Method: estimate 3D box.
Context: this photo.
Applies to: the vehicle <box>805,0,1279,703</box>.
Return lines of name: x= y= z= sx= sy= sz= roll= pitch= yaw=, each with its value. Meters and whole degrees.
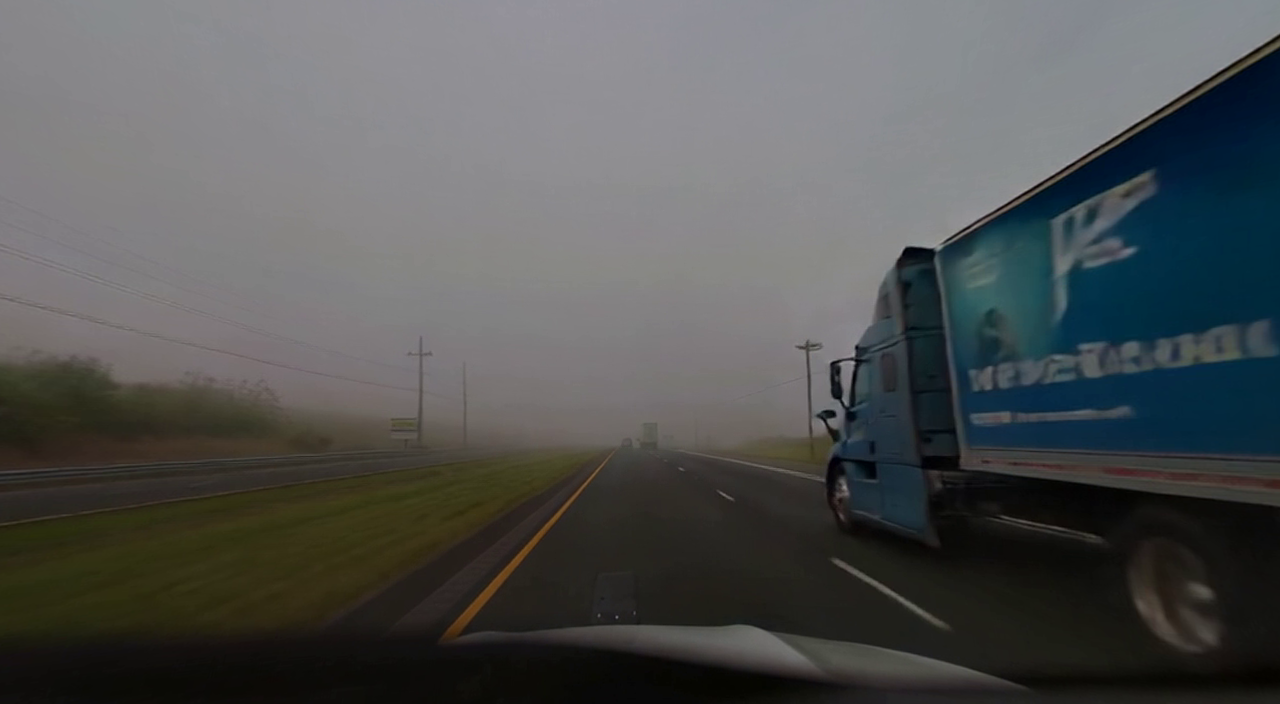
vehicle: x=4.135 y=0.149 z=4.747 sx=3.037 sy=3.672 sz=9.136 roll=0 pitch=-8 yaw=-2
